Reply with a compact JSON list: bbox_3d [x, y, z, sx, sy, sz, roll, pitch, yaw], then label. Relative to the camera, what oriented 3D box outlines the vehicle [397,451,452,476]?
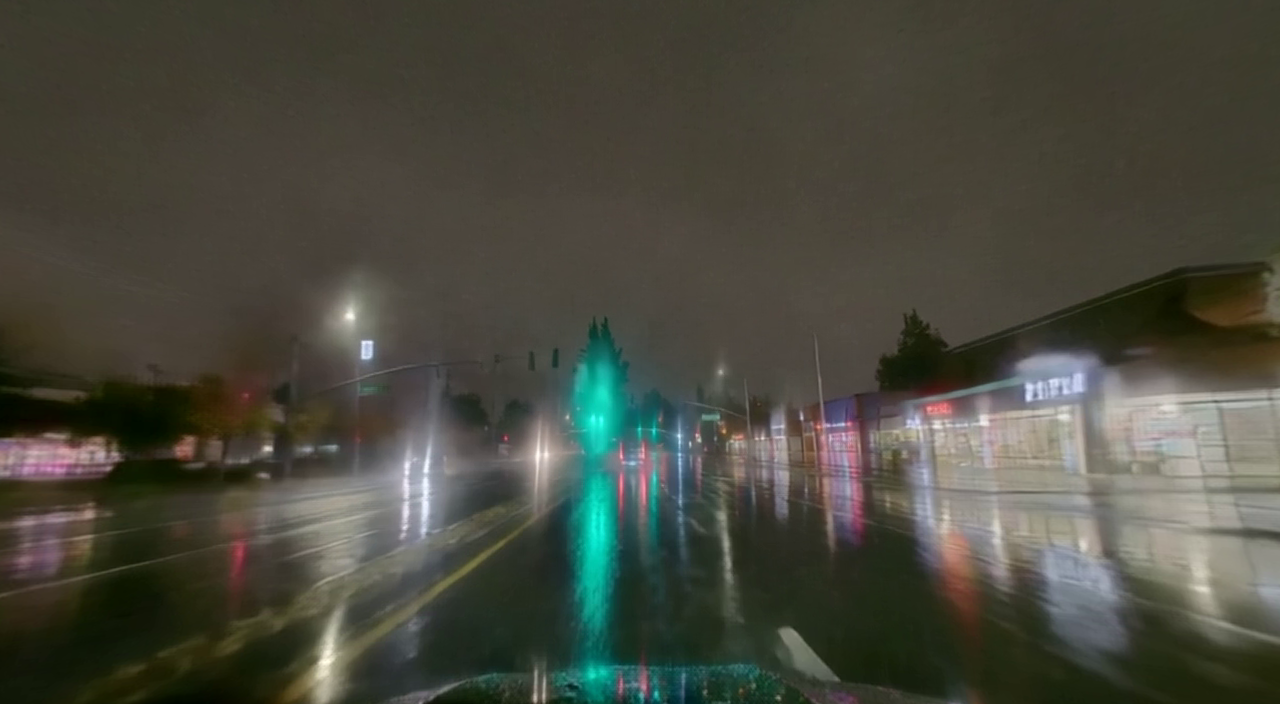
[{"bbox_3d":[-14.163,7.366,41.865,1.896,1.485,4.655,0,-8,2],"label":"vehicle"}]

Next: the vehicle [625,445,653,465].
[{"bbox_3d":[-0.112,8.009,49.425,2.027,1.494,3.942,0,-8,-1],"label":"vehicle"}]
